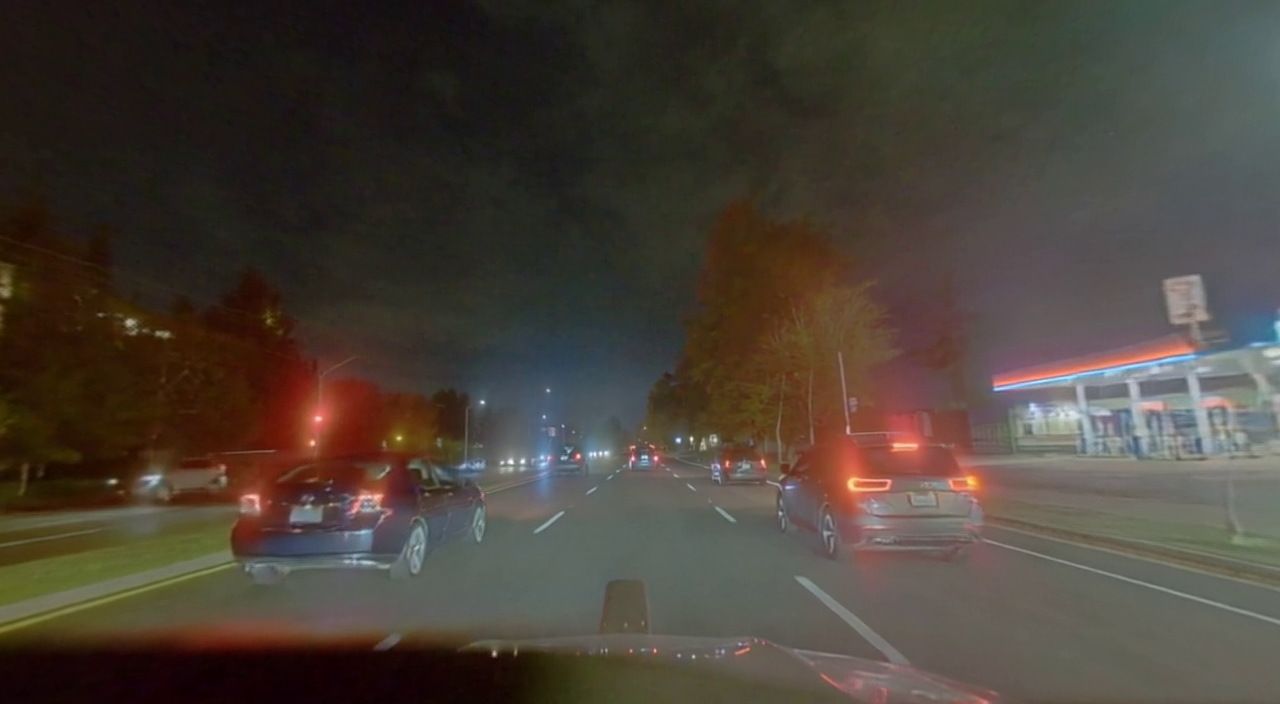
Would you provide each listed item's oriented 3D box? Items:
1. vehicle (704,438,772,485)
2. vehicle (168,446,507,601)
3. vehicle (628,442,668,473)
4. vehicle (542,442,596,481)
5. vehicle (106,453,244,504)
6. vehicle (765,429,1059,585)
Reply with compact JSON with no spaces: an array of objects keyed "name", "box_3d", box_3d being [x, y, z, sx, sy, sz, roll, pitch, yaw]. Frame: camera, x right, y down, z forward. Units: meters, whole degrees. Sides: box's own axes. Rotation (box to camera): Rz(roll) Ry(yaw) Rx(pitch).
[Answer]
[{"name":"vehicle","box_3d":[3.882,4.420,25.757,1.980,1.709,4.813,0,-8,0]},{"name":"vehicle","box_3d":[-3.180,1.868,7.887,2.013,1.354,4.393,0,-8,1]},{"name":"vehicle","box_3d":[0.437,6.026,36.134,2.192,1.674,4.124,0,-8,0]},{"name":"vehicle","box_3d":[-3.260,5.094,29.616,1.988,1.645,3.995,0,-8,1]},{"name":"vehicle","box_3d":[-18.664,5.064,25.662,2.062,1.804,4.687,0,-8,-1]},{"name":"vehicle","box_3d":[3.114,1.854,8.482,1.919,1.502,4.572,0,-8,0]}]
